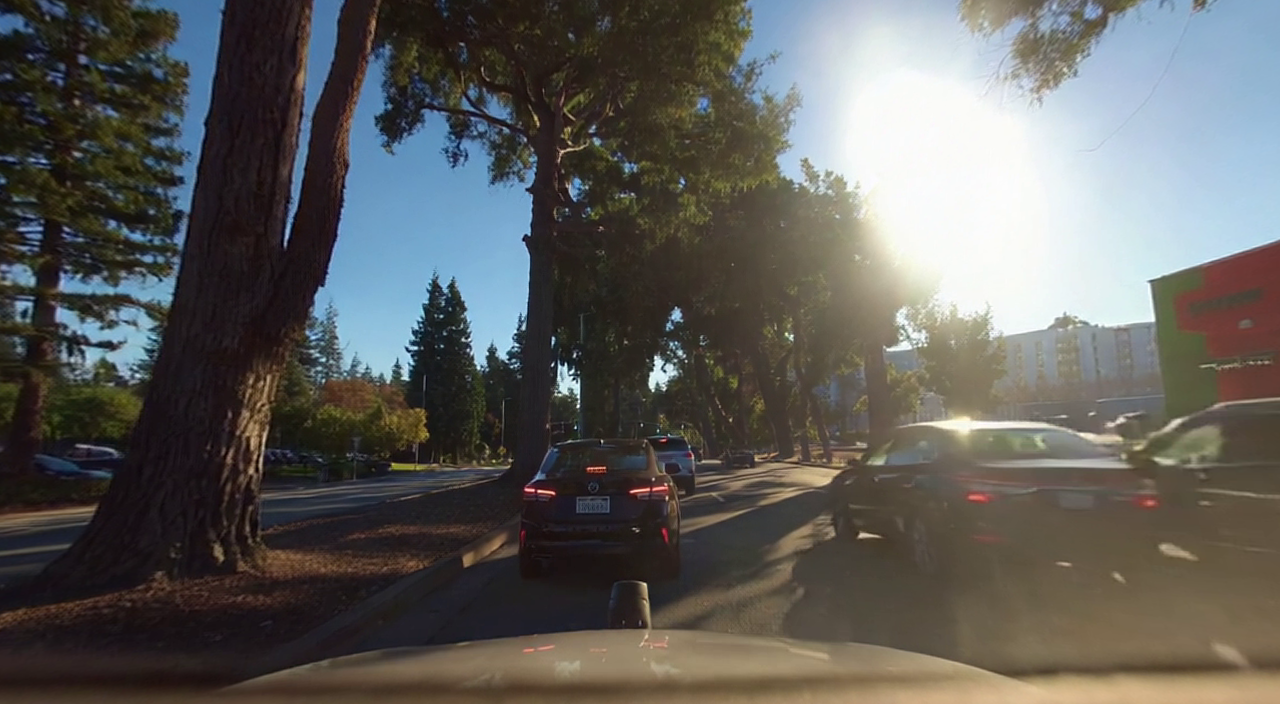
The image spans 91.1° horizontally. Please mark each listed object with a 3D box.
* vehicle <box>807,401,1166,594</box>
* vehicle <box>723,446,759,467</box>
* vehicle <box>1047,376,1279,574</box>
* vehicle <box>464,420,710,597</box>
[{"bbox_3d":[3.561,1.566,7.597,1.946,1.648,4.230,0,-8,1],"label":"vehicle"},{"bbox_3d":[7.292,7.567,45.575,1.909,1.380,3.905,0,-8,0],"label":"vehicle"},{"bbox_3d":[7.205,1.264,6.584,2.253,1.854,5.409,0,-8,0],"label":"vehicle"},{"bbox_3d":[-0.475,1.643,7.471,2.111,1.506,4.018,0,-8,-1],"label":"vehicle"}]
